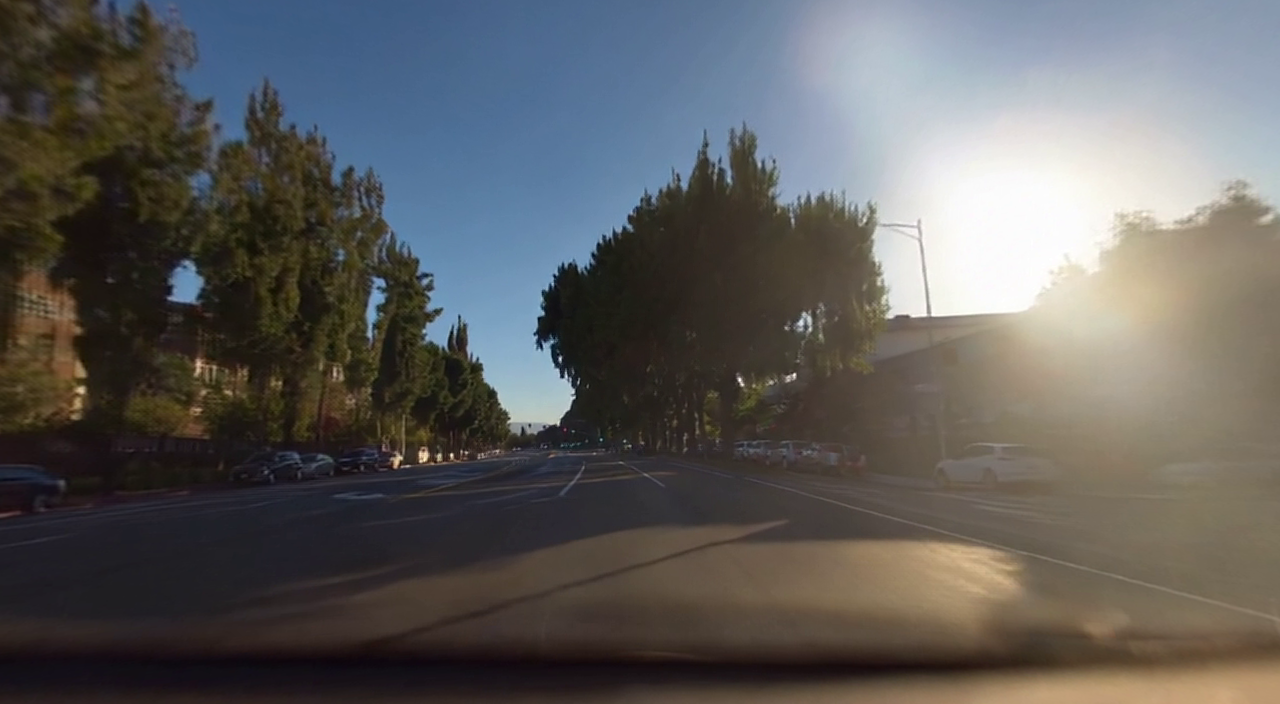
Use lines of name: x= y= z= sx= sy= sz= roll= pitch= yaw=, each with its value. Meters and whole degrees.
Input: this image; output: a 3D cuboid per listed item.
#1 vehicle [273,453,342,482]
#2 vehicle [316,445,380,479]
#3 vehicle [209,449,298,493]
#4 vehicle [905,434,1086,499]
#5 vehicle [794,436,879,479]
vehicle: x=-18.928 y=6.587 z=36.143 sx=1.782 sy=1.462 sz=4.438 roll=0 pitch=-9 yaw=-4
vehicle: x=-19.520 y=7.347 z=42.434 sx=2.111 sy=1.908 sz=5.586 roll=0 pitch=-7 yaw=-6
vehicle: x=-18.358 y=5.619 z=30.203 sx=1.916 sy=1.657 sz=4.366 roll=-1 pitch=-6 yaw=-6
vehicle: x=10.156 y=3.279 z=18.413 sx=1.919 sy=1.627 sz=4.196 roll=4 pitch=-10 yaw=-24
vehicle: x=8.812 y=4.787 z=28.774 sx=2.039 sy=1.752 sz=4.876 roll=1 pitch=-9 yaw=-4
